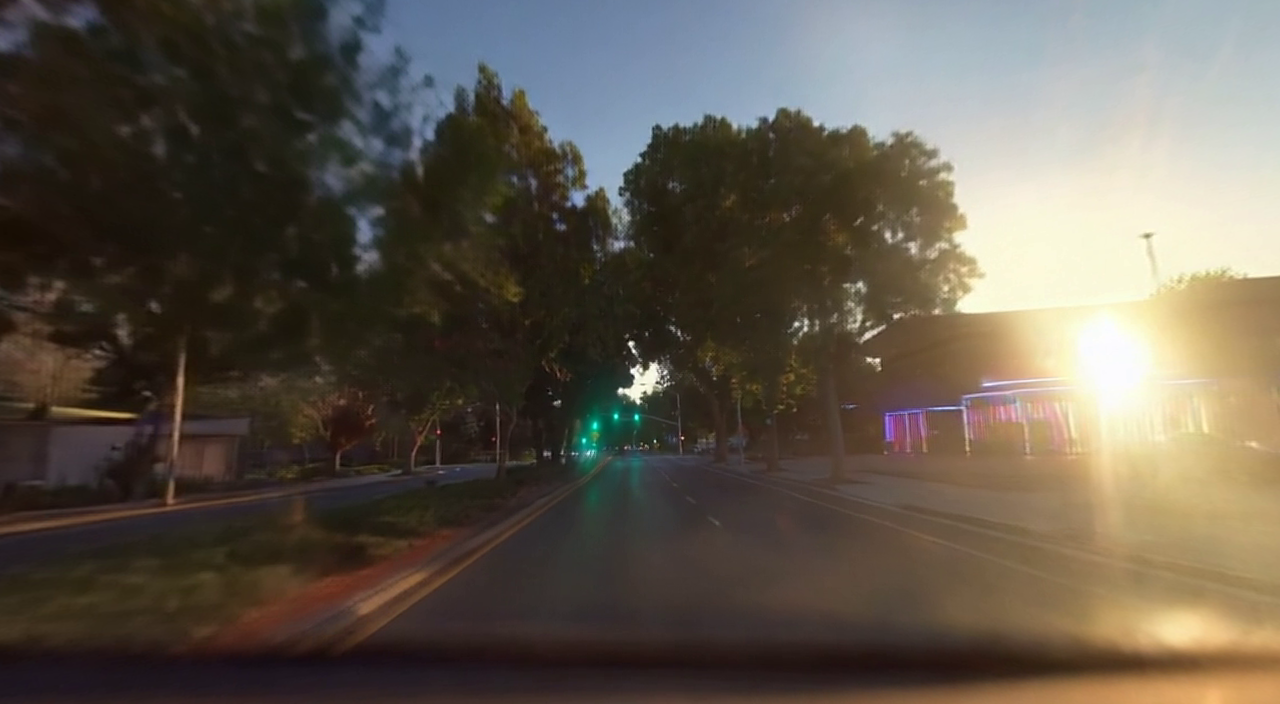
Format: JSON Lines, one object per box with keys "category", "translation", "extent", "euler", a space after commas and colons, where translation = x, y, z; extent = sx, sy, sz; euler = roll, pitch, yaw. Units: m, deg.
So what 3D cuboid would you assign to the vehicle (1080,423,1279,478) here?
{"category": "vehicle", "translation": [16.261, 2.930, 18.744], "extent": [4.701, 1.500, 2.050], "euler": [-1, -9, 0]}
